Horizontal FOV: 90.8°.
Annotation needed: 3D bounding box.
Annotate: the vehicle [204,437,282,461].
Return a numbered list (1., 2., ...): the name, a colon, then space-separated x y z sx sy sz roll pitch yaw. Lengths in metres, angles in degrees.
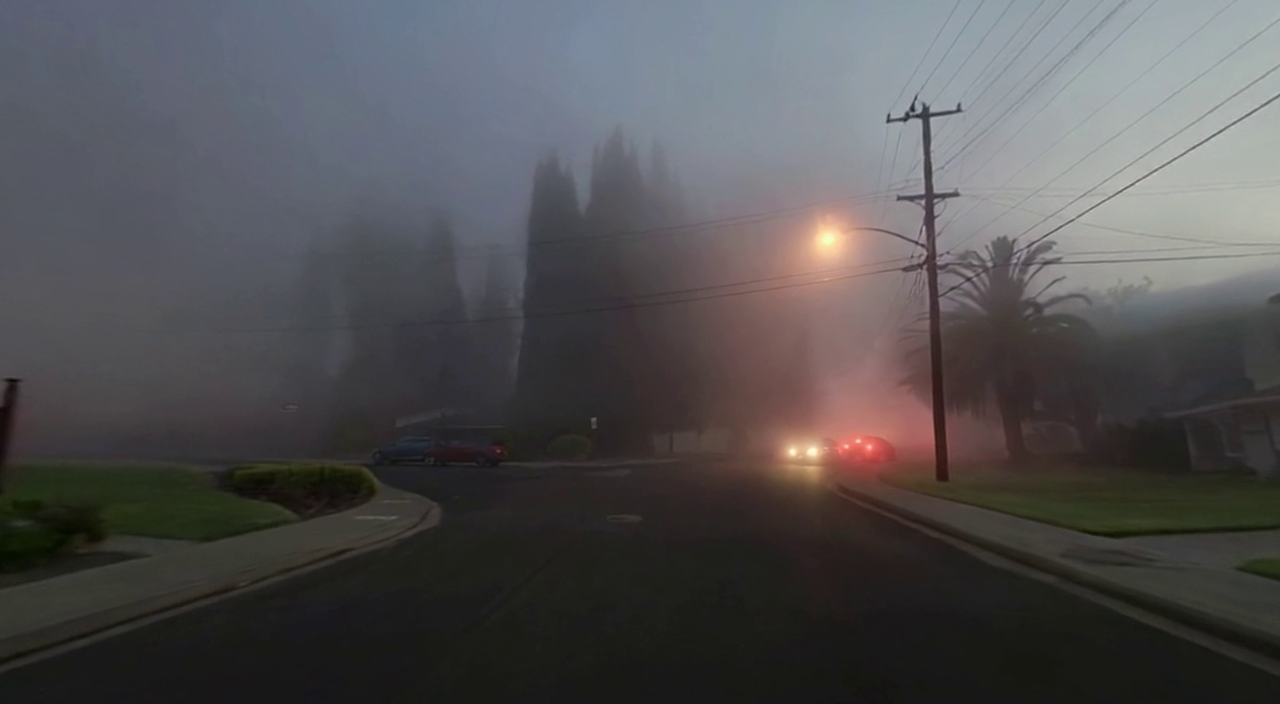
1. vehicle: -31.011 7.589 49.552 2.035 1.791 4.993 -2 -9 15

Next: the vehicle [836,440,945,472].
1. vehicle: 11.677 4.896 29.751 4.531 1.447 1.814 -3 -10 15

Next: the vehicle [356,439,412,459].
1. vehicle: -19.700 7.504 48.777 1.770 1.445 3.717 -4 -9 23

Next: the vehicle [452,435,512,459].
1. vehicle: -11.935 7.216 47.959 1.902 1.723 4.410 -4 -10 27

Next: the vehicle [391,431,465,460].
1. vehicle: -15.835 7.029 47.537 2.226 2.001 5.259 -4 -9 23

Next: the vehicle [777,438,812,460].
1. vehicle: 12.039 7.529 49.061 1.955 1.632 3.688 -4 -9 24
